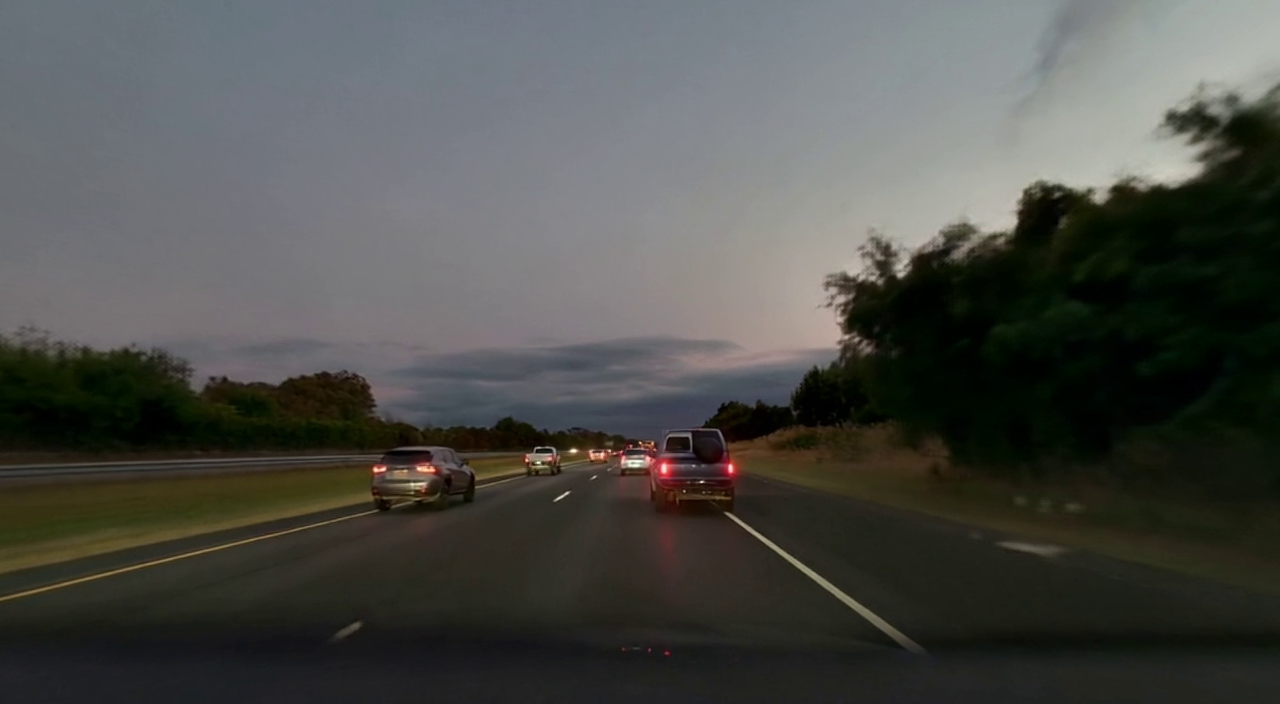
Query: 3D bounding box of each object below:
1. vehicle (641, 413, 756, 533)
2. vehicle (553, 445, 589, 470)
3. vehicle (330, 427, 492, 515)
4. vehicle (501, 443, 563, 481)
[{"bbox_3d":[0.942,2.254,12.220,1.825,1.920,3.960,0,-9,0],"label":"vehicle"},{"bbox_3d":[-4.523,6.988,42.001,1.855,1.527,4.209,0,-9,1],"label":"vehicle"},{"bbox_3d":[-4.840,2.584,14.087,1.934,1.642,4.201,0,-9,1],"label":"vehicle"},{"bbox_3d":[-4.518,4.665,26.935,1.867,1.489,3.829,0,-9,1],"label":"vehicle"}]
